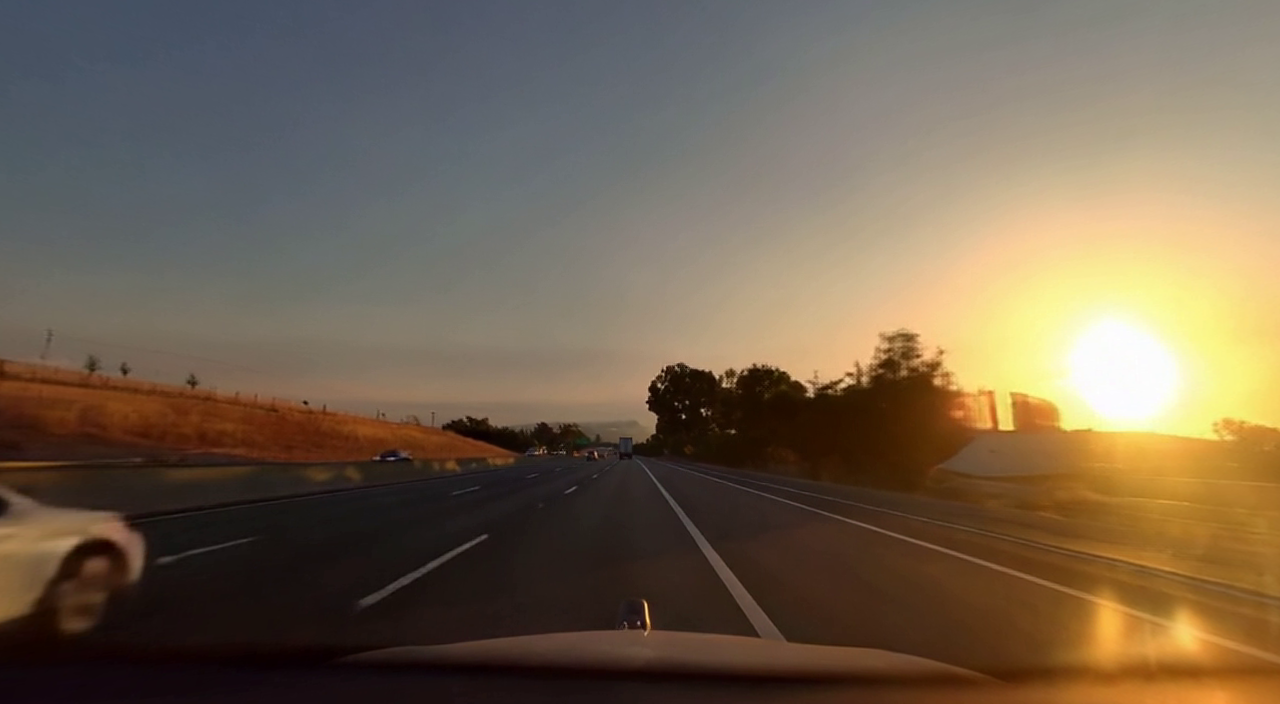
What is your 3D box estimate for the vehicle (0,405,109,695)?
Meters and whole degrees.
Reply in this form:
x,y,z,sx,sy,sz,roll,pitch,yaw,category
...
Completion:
x,y,z,sx,sy,sz,roll,pitch,yaw,category
-4.565,0.806,1.588,2.108,1.573,5.000,0,-9,0,vehicle
